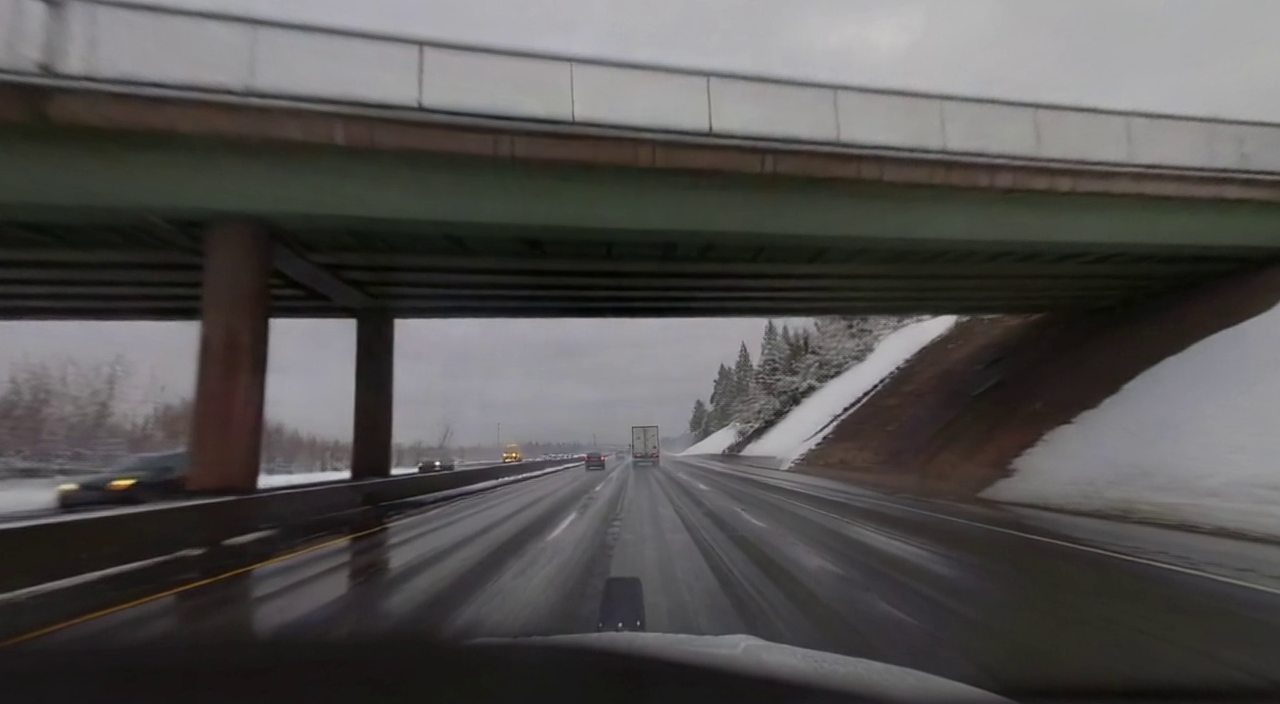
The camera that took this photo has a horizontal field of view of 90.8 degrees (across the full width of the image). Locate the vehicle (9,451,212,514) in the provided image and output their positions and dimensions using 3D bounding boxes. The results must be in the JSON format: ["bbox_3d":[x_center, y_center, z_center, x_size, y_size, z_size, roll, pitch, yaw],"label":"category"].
[{"bbox_3d":[-15.403,3.763,18.810,1.889,1.591,4.713,0,-9,1],"label":"vehicle"}]

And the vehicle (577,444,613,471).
[{"bbox_3d":[-2.888,6.864,41.077,2.007,1.647,3.854,0,-9,1],"label":"vehicle"}]
